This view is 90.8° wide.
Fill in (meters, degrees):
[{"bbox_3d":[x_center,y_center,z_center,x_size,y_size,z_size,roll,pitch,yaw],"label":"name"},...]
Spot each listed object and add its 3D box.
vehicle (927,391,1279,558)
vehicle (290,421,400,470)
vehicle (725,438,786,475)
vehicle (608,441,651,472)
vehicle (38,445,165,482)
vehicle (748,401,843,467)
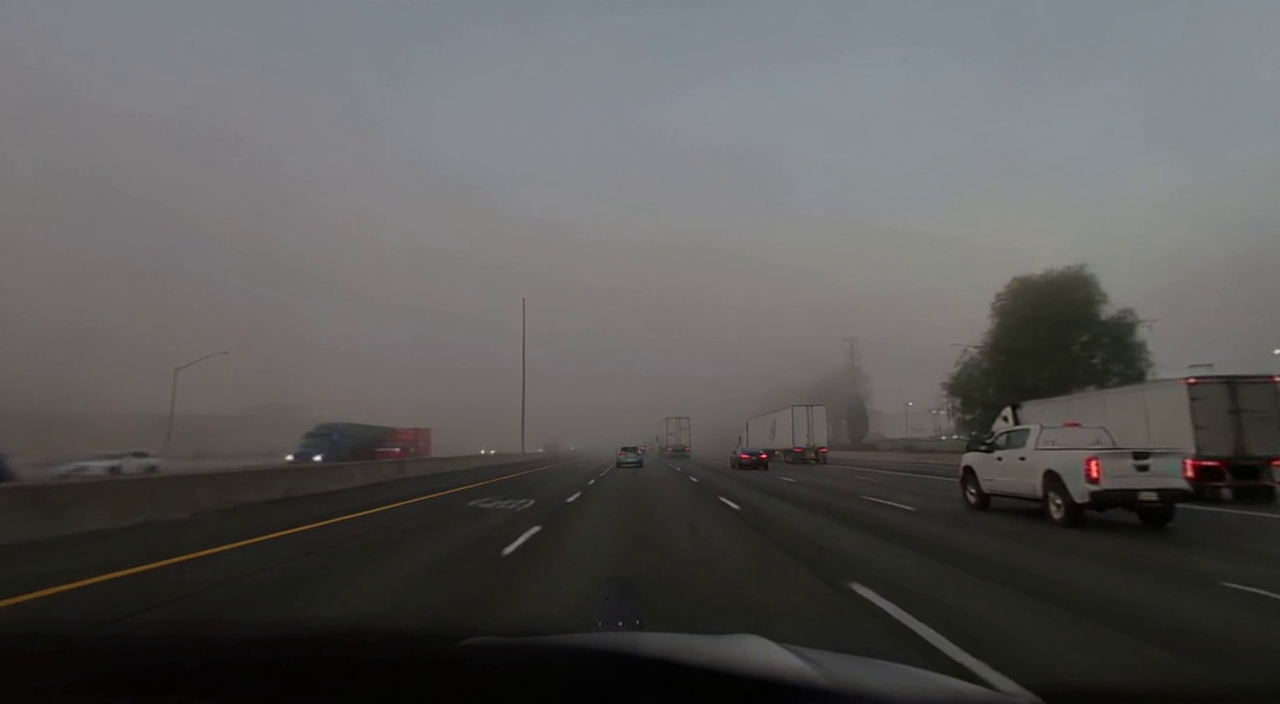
[{"bbox_3d":[7.359,1.916,10.559,2.369,2.007,5.700,0,-9,-1],"label":"vehicle"},{"bbox_3d":[-20.167,6.528,44.102,2.885,3.005,9.889,0,-9,0],"label":"vehicle"},{"bbox_3d":[5.499,5.049,30.659,2.154,1.658,4.347,0,-9,0],"label":"vehicle"},{"bbox_3d":[-0.531,5.555,33.738,2.163,1.551,4.180,0,-9,0],"label":"vehicle"},{"bbox_3d":[-24.185,5.019,28.642,1.782,1.512,4.570,0,-9,-1],"label":"vehicle"},{"bbox_3d":[11.349,6.510,48.756,2.898,4.171,17.188,0,-9,0],"label":"vehicle"}]
